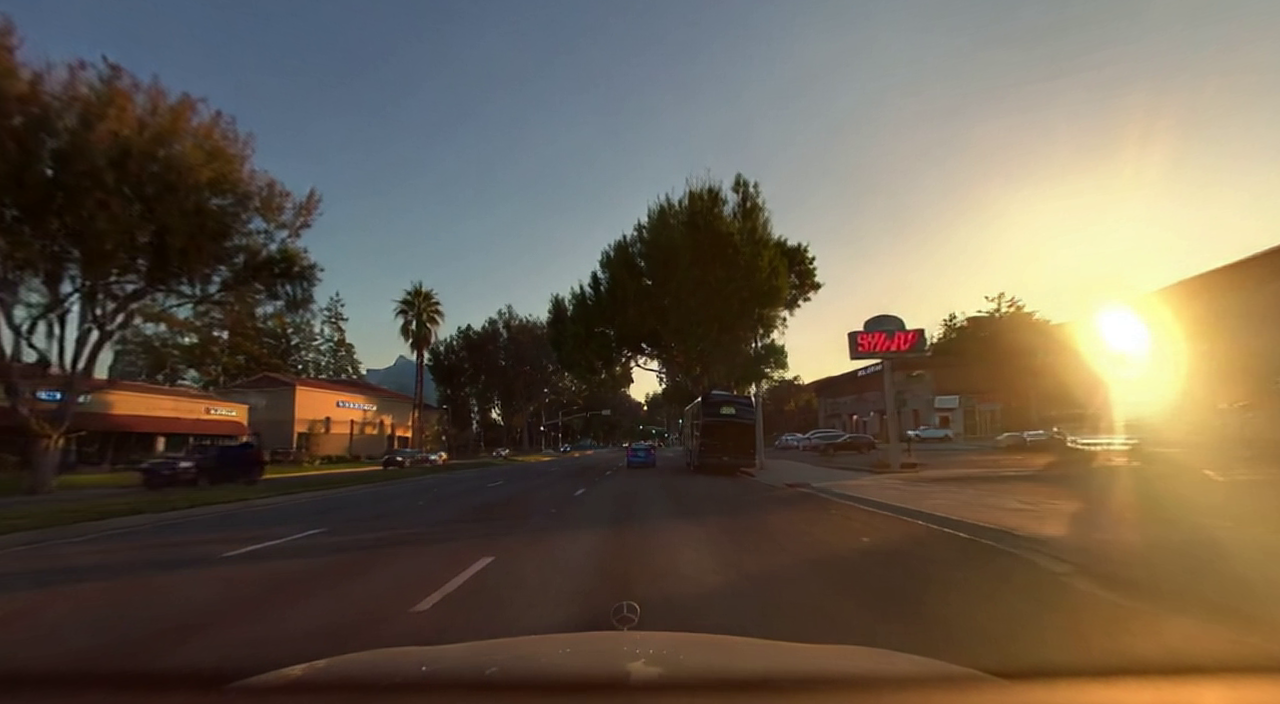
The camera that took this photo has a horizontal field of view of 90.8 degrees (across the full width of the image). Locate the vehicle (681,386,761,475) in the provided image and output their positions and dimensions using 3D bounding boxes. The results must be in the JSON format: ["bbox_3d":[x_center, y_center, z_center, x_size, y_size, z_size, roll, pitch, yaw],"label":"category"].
[{"bbox_3d":[3.875,4.127,32.310,2.896,3.921,8.415,0,-9,0],"label":"vehicle"}]

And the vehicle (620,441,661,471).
[{"bbox_3d":[0.002,5.713,34.832,2.103,1.506,4.742,0,-9,-1],"label":"vehicle"}]

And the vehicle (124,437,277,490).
[{"bbox_3d":[-15.031,3.825,22.003,1.983,1.630,4.568,0,-9,1],"label":"vehicle"}]

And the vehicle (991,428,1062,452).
[{"bbox_3d":[25.918,5.900,42.380,4.196,1.520,1.953,4,-10,-25],"label":"vehicle"}]

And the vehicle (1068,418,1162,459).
[{"bbox_3d":[23.467,4.251,31.196,4.430,1.659,1.905,1,-10,-30],"label":"vehicle"}]

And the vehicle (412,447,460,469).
[{"bbox_3d":[-14.682,7.664,45.718,1.836,1.498,4.518,0,-9,1],"label":"vehicle"}]

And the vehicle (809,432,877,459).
[{"bbox_3d":[13.722,6.334,42.766,4.037,1.538,1.912,-7,-10,25],"label":"vehicle"}]
